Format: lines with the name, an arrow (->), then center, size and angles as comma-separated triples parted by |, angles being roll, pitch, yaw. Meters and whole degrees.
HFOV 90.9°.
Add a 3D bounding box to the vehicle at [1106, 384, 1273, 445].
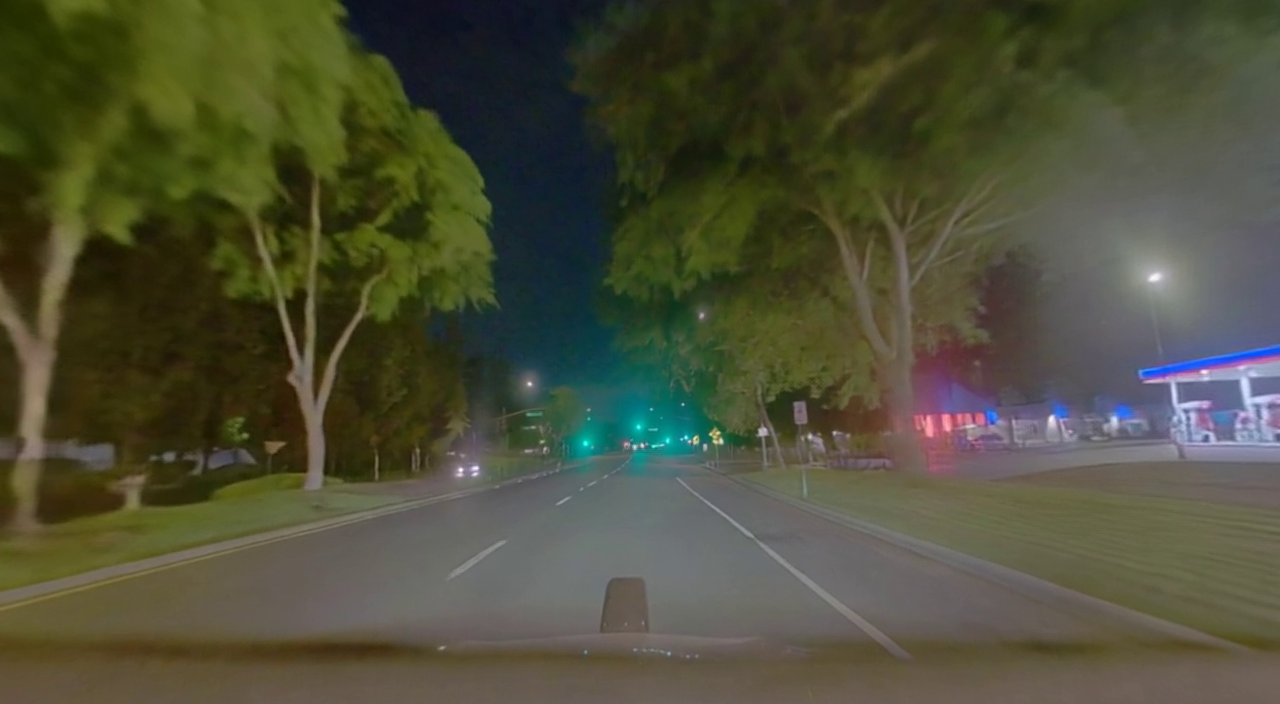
vehicle -> 41.687, 4.874, 48.318 | 8.935, 3.546, 2.885 | -13, -10, 37
